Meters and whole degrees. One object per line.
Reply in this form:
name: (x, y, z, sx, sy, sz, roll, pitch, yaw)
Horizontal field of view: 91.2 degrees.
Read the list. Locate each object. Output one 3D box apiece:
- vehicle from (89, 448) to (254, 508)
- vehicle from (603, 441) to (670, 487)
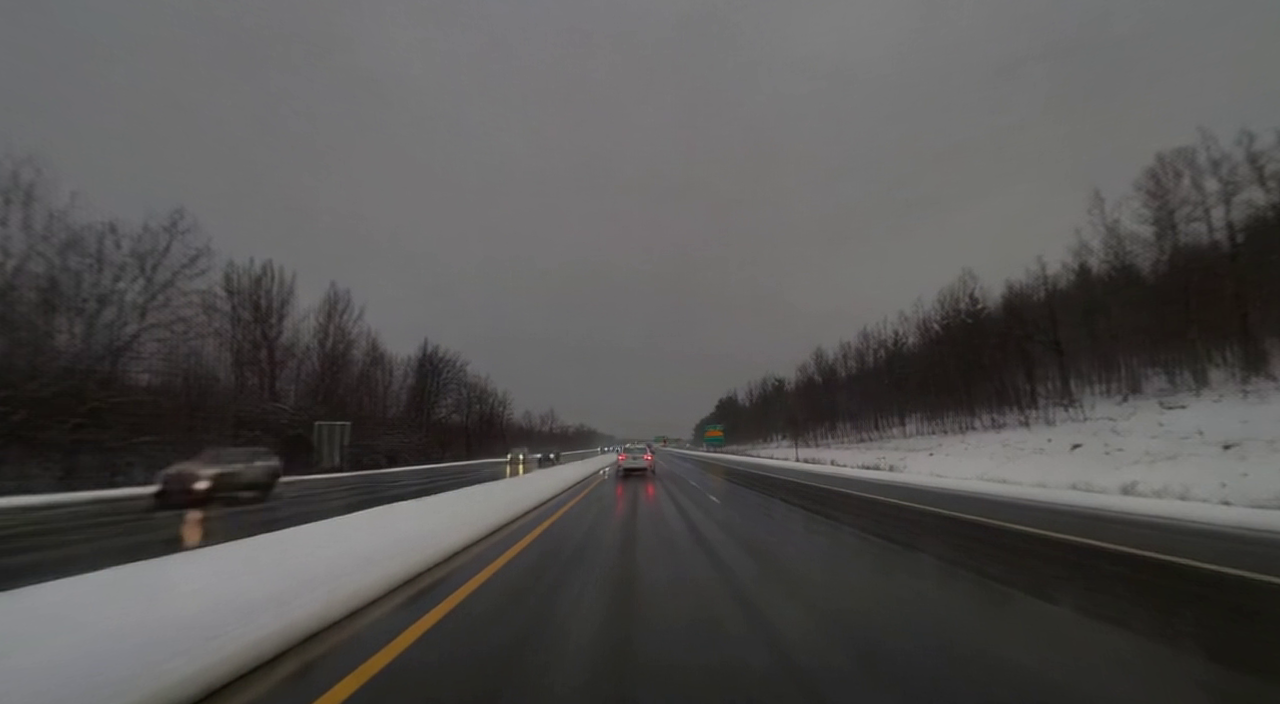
vehicle: (-13.656, 3.647, 18.622, 1.834, 1.539, 3.929, 0, -9, -1)
vehicle: (-0.160, 4.070, 23.081, 2.244, 1.506, 4.097, 0, -9, -1)
